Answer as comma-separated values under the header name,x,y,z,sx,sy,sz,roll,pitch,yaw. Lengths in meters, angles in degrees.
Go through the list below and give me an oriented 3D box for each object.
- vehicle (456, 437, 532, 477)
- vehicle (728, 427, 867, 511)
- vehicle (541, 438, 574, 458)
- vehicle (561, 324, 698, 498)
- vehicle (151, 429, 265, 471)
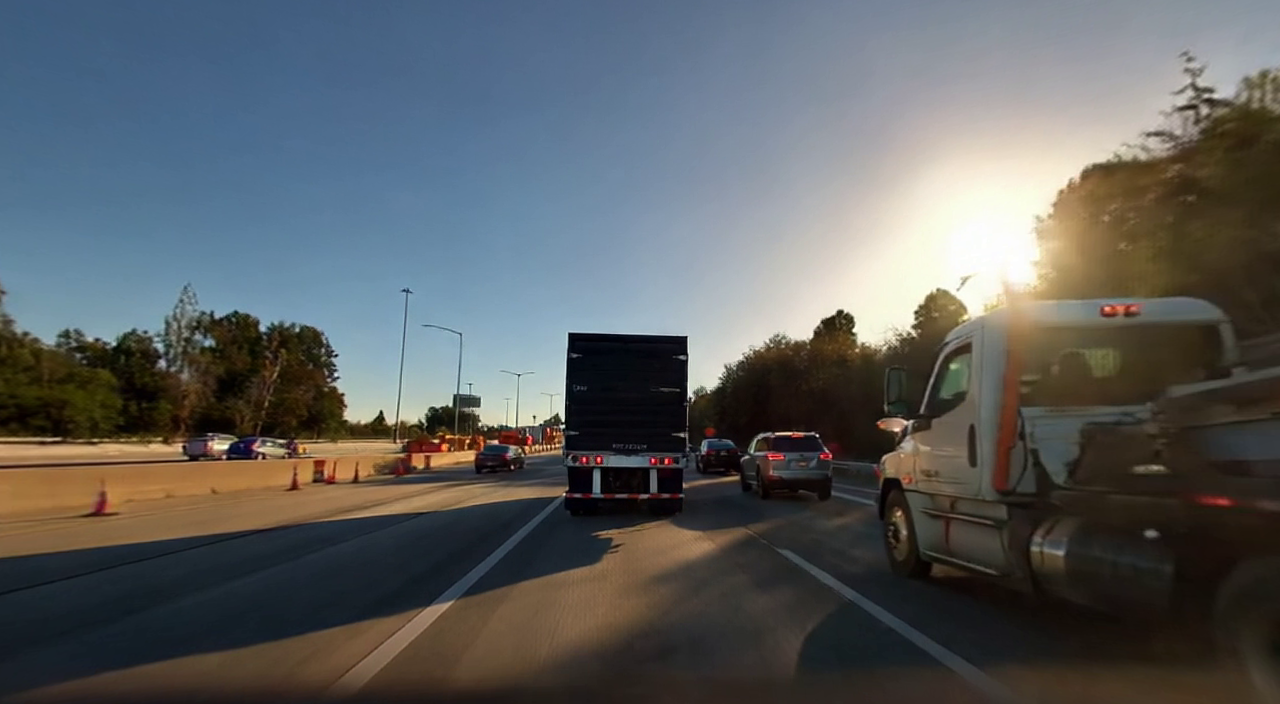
name,x,y,z,sx,sy,sz,roll,pitch,yaw
vehicle,-5.904,4.332,26.110,2.014,1.477,4.595,0,-9,1
vehicle,3.557,2.736,15.173,2.103,1.713,4.173,1,-9,-3
vehicle,-6.493,7.593,49.812,1.994,1.481,4.660,0,-9,0
vehicle,-0.417,2.080,19.402,3.067,3.940,10.154,1,-9,-2
vehicle,-21.776,4.920,31.789,4.632,1.852,2.033,0,-8,16
